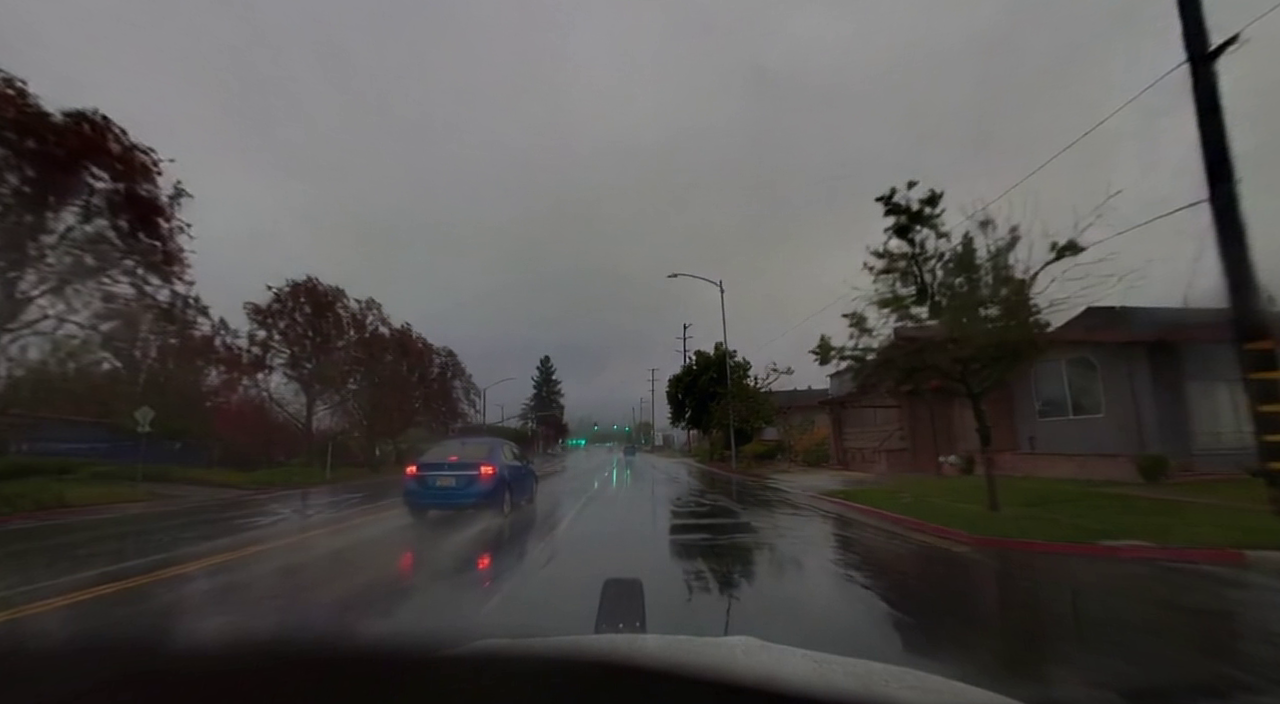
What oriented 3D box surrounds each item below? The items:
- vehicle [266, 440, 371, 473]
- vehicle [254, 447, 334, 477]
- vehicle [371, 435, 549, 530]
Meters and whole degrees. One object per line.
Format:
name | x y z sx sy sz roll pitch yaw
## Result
vehicle | -20.207 6.598 39.921 5.385 1.975 2.195 0 -9 -1
vehicle | -20.069 6.392 36.744 3.670 1.486 1.735 -3 -10 -3
vehicle | -3.163 2.389 12.170 2.113 1.493 4.222 0 -9 1
